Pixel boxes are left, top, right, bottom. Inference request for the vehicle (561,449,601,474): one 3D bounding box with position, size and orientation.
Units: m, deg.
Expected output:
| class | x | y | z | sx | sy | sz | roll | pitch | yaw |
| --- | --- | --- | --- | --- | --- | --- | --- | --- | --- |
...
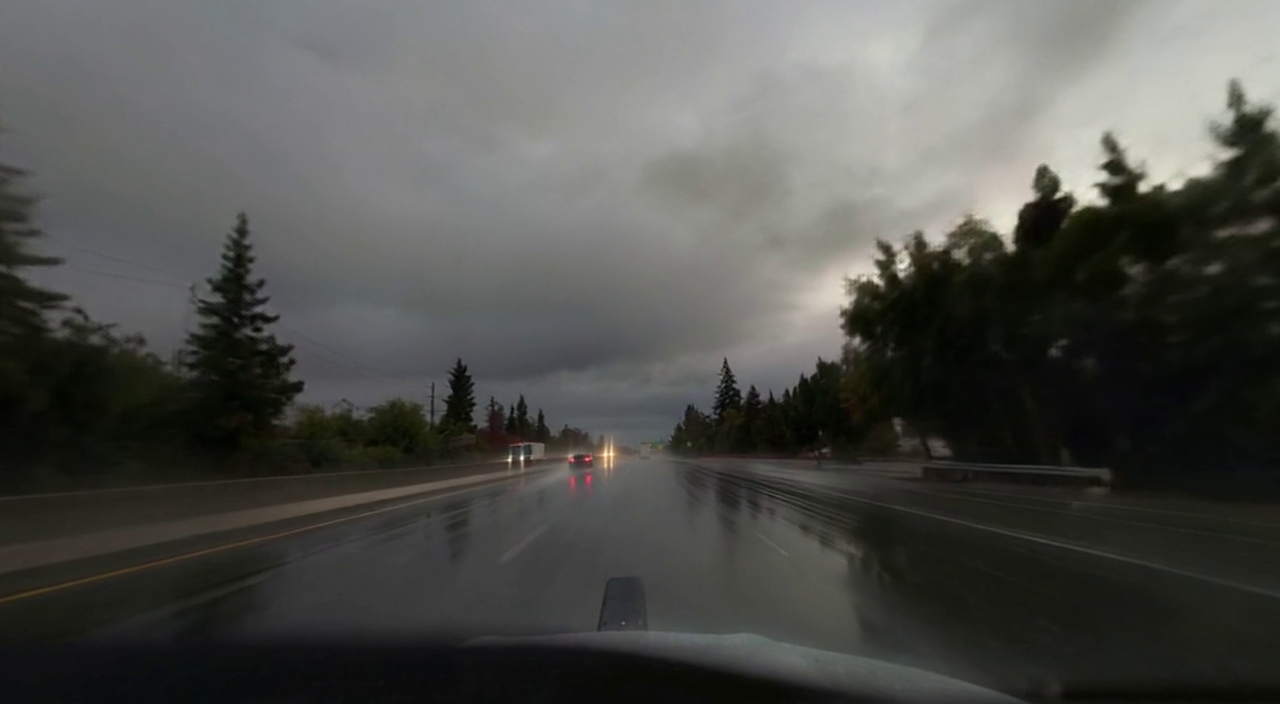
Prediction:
| class | x | y | z | sx | sy | sz | roll | pitch | yaw |
| --- | --- | --- | --- | --- | --- | --- | --- | --- | --- |
| vehicle | -3.784 | 7.213 | 41.639 | 2.128 | 1.521 | 5.409 | 0 | -9 | 0 |
